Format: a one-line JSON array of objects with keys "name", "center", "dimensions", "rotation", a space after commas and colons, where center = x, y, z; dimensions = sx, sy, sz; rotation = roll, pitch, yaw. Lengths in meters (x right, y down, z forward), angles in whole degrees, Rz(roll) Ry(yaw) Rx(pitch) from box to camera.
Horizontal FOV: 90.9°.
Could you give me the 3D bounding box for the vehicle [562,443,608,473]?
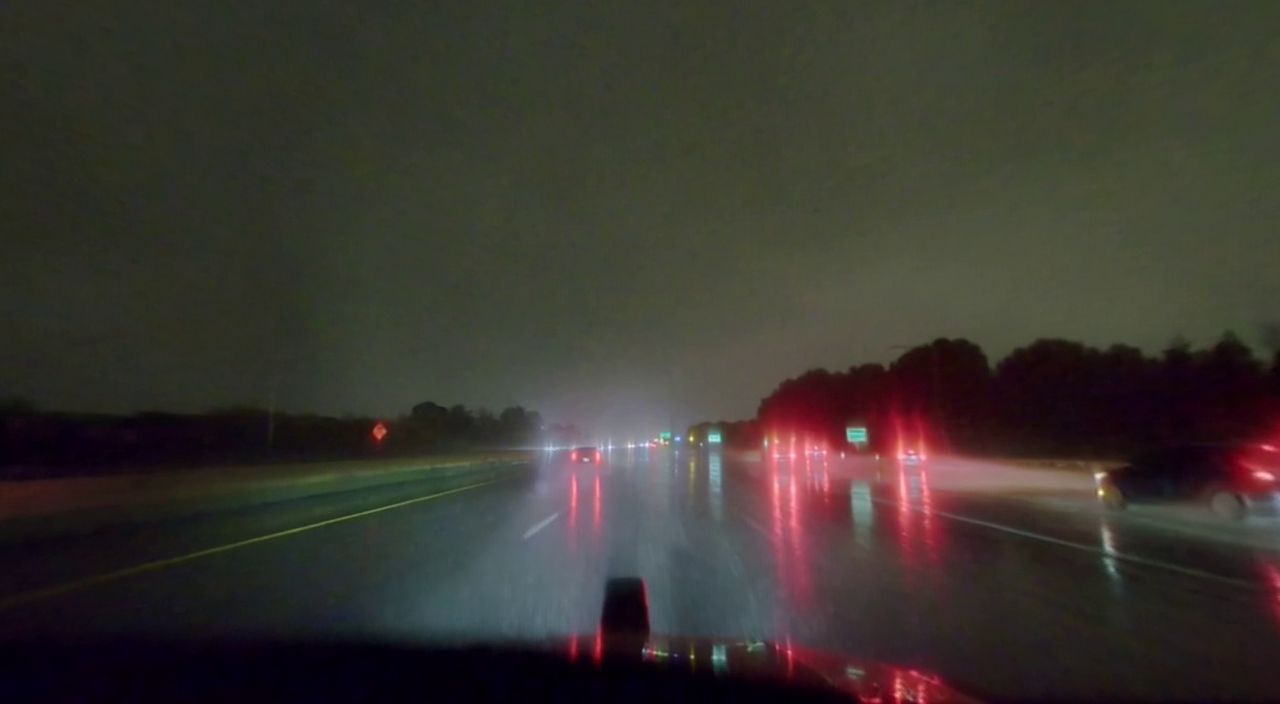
[{"name": "vehicle", "center": [-2.914, 5.730, 34.248], "dimensions": [1.968, 1.504, 3.892], "rotation": [0, -8, 3]}]
